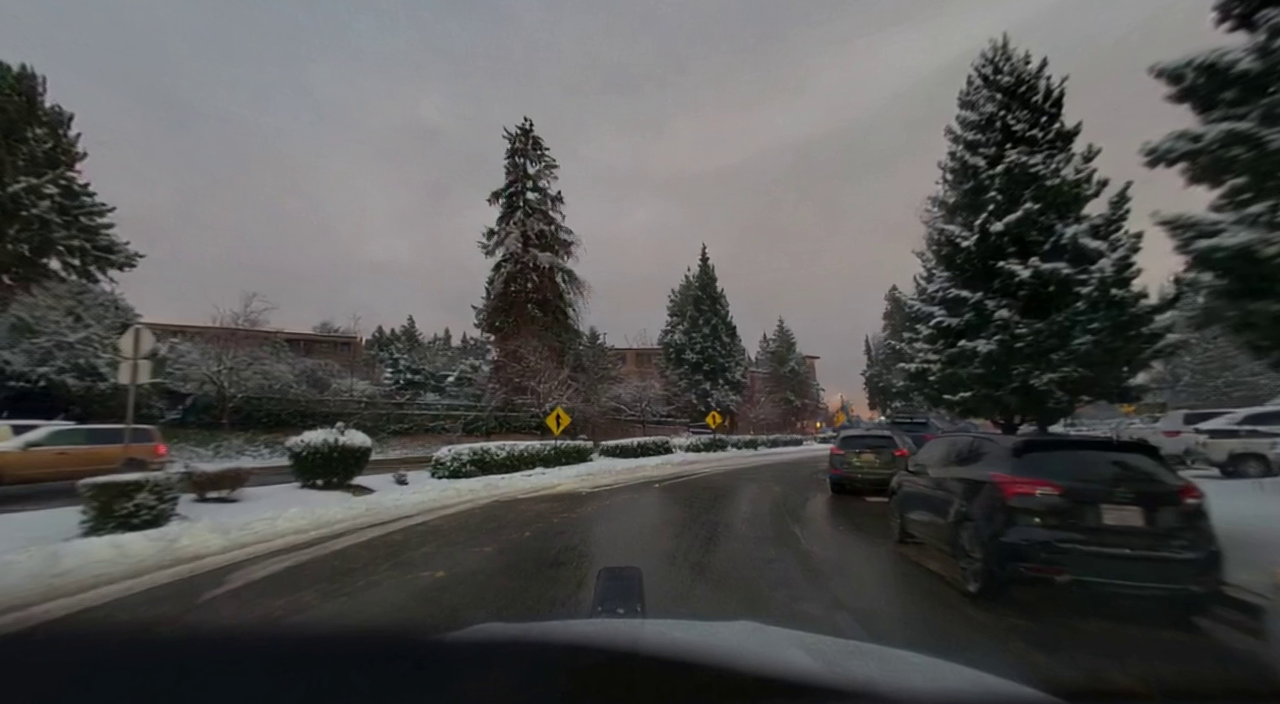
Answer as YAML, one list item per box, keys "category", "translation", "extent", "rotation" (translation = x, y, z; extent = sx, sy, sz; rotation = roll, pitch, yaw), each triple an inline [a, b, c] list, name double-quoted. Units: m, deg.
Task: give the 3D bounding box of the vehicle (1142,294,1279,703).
- category: "vehicle"
  translation: [3.204, 0.443, 0.361]
  extent: [2.176, 1.746, 4.335]
  rotation: [0, -8, -1]

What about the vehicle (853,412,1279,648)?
- category: "vehicle"
  translation: [3.550, 1.427, 6.261]
  extent: [1.877, 1.416, 4.604]
  rotation: [-1, -8, 8]
